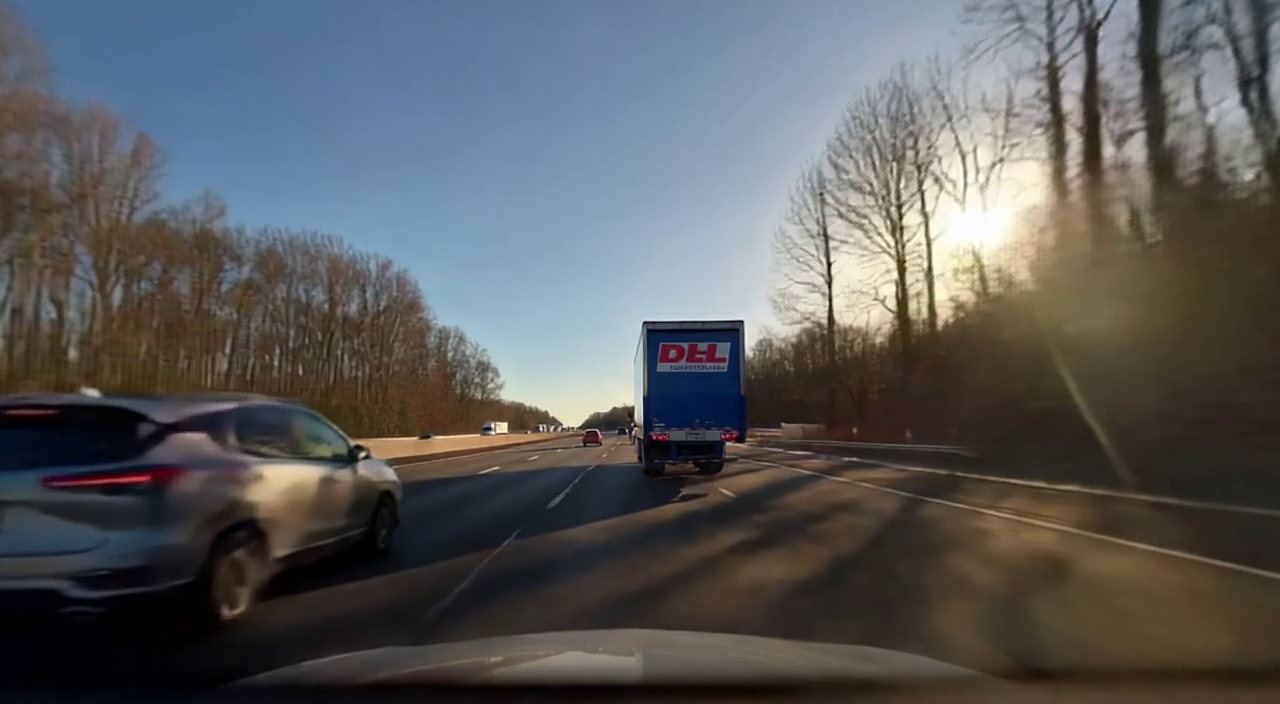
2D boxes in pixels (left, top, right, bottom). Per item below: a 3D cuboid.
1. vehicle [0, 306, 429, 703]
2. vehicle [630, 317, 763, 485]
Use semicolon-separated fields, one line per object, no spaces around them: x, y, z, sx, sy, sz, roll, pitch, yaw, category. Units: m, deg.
-3.673;1.039;4.758;2.394;1.787;5.186;0;-8;-1;vehicle
1.336;1.785;20.190;3.011;4.211;8.926;0;-8;-3;vehicle
